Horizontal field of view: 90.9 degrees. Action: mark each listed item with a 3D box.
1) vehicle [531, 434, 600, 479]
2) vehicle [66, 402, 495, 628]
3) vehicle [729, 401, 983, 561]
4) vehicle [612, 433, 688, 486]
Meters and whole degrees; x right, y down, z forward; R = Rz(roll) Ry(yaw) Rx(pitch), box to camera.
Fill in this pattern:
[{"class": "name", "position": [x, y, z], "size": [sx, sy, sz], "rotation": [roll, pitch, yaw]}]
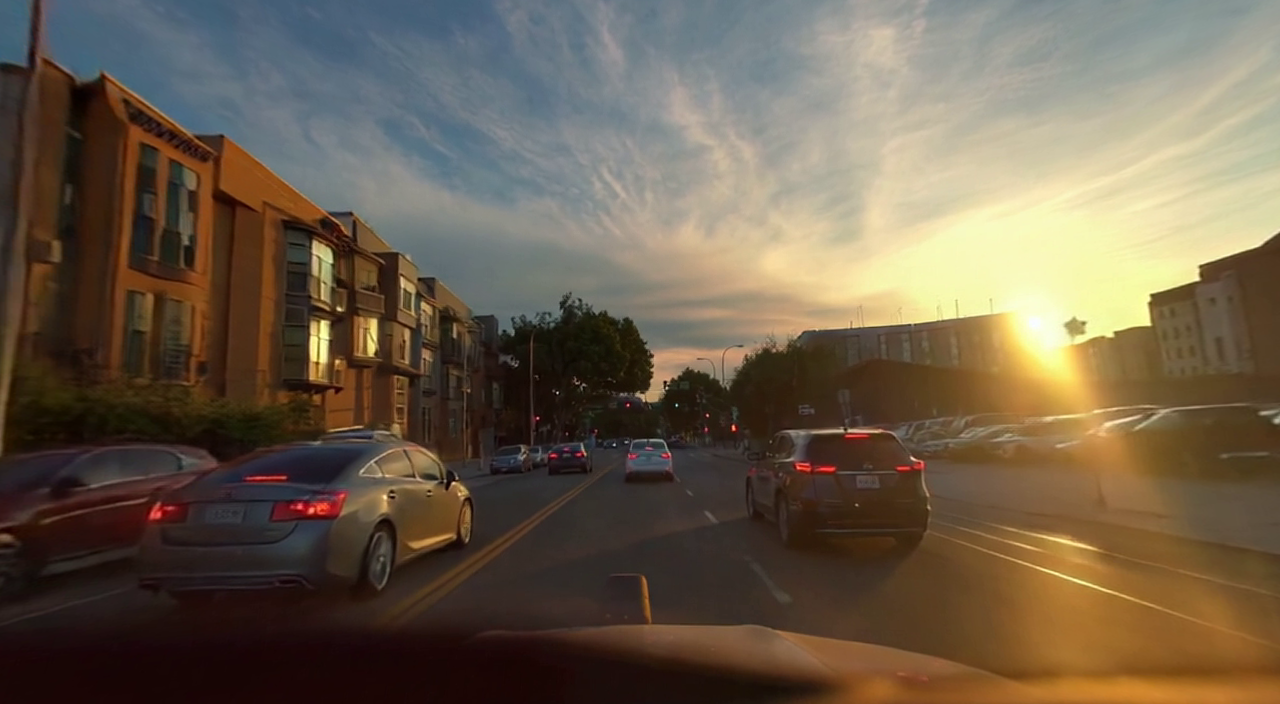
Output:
[{"class": "vehicle", "position": [-2.751, 3.987, 24.291], "size": [2.019, 1.507, 4.643], "rotation": [0, -8, 1]}, {"class": "vehicle", "position": [-3.084, 1.482, 6.633], "size": [2.085, 1.619, 3.976], "rotation": [-1, -8, 1]}, {"class": "vehicle", "position": [2.657, 1.724, 9.097], "size": [2.094, 1.709, 4.394], "rotation": [0, -8, 0]}, {"class": "vehicle", "position": [0.270, 3.359, 19.928], "size": [2.139, 1.466, 4.373], "rotation": [0, -8, 0]}]
